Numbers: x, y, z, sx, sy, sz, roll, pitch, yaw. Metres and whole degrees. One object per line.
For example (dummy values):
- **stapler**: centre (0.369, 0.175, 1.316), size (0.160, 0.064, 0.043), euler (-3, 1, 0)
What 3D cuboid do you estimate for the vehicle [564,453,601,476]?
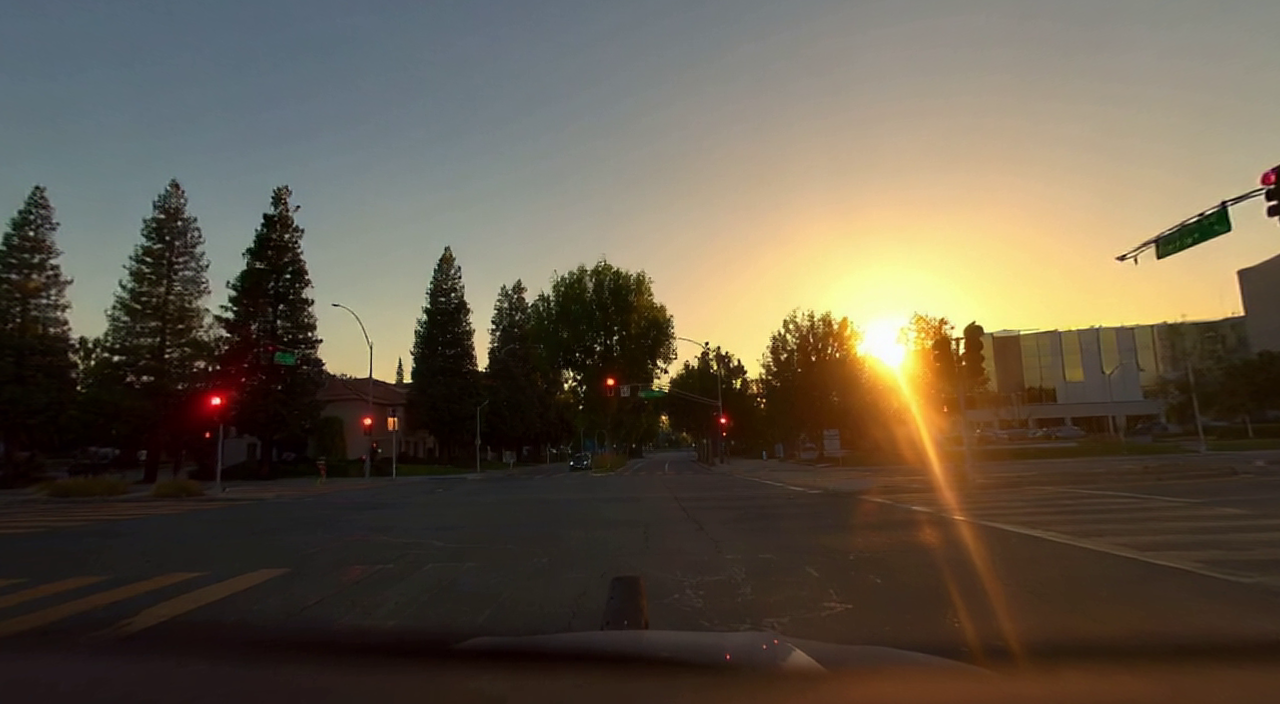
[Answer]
- **vehicle**: centre (-4.480, 8.850, 49.866), size (2.030, 1.704, 4.205), euler (-1, -8, 7)
